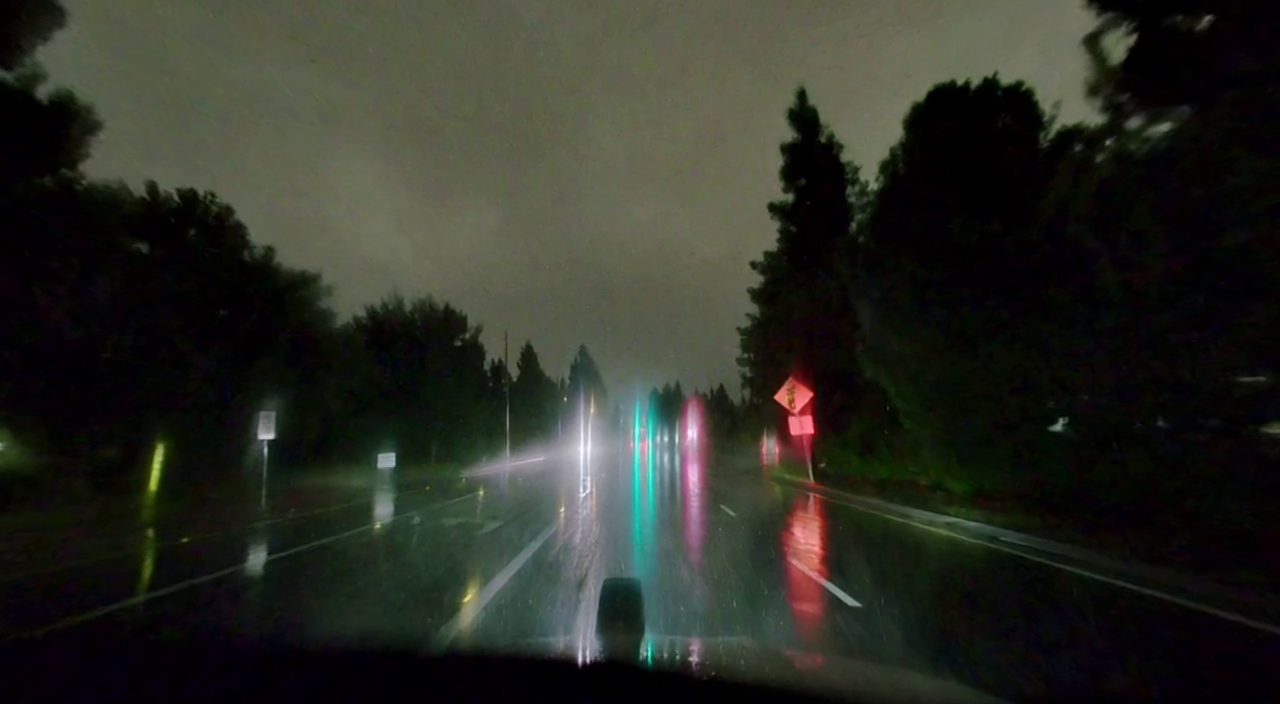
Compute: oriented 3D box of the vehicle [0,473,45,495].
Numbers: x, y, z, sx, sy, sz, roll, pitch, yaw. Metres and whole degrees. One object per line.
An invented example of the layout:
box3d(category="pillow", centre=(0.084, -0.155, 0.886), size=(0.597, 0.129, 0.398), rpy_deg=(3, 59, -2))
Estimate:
box3d(category="vehicle", centre=(-48.586, 10.325, 49.508), size=(3.971, 1.484, 1.903), rpy_deg=(-6, -10, 35))
